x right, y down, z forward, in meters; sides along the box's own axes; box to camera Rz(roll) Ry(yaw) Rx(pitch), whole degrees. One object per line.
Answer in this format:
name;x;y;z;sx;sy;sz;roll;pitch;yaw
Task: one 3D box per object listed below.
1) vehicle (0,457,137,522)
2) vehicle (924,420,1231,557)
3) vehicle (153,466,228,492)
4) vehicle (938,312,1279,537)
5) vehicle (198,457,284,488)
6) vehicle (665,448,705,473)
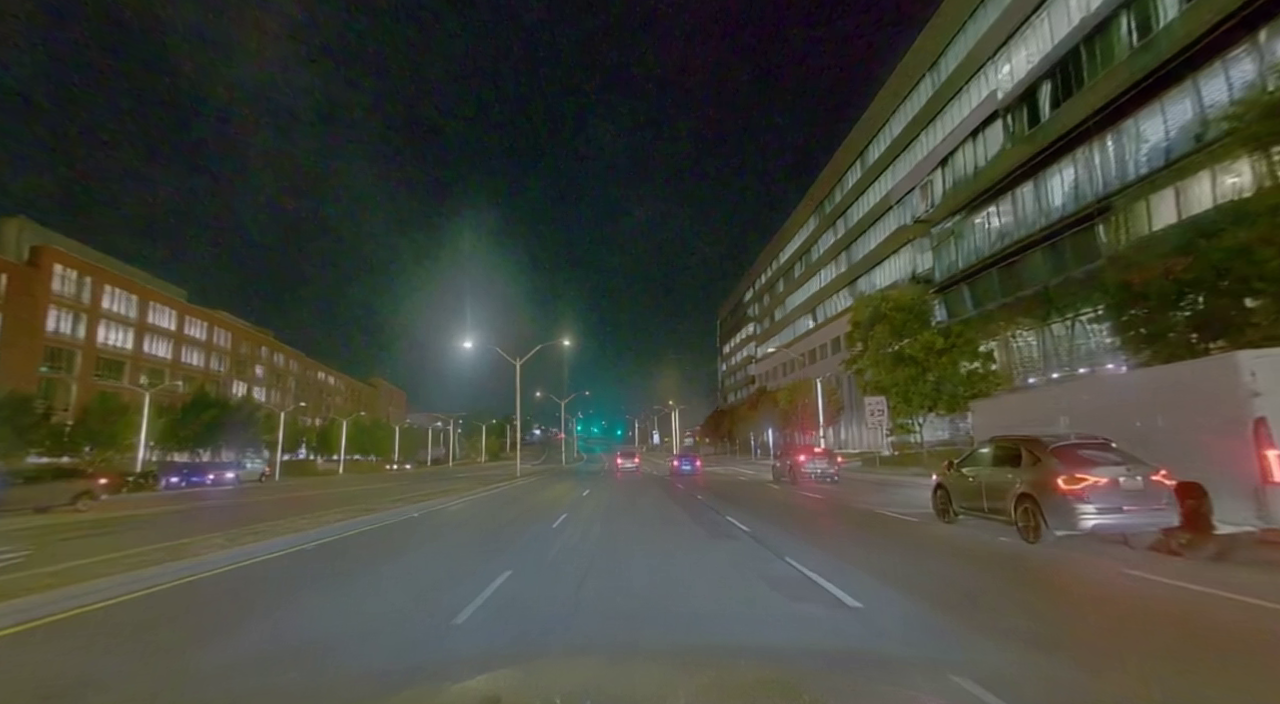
vehicle;-19.120;4.339;20.425;2.007;1.735;4.384;-1;-8;1
vehicle;6.667;2.091;10.455;2.017;1.743;4.453;-1;-8;3
vehicle;-29.658;8.383;41.869;1.742;1.473;4.529;0;-8;-2
vehicle;12.169;1.874;15.572;3.113;3.594;14.349;-5;-9;2
vehicle;-29.767;8.972;47.496;2.474;1.971;6.358;0;-8;-2
vehicle;2.894;7.108;41.524;2.090;1.506;4.382;0;-8;-3
